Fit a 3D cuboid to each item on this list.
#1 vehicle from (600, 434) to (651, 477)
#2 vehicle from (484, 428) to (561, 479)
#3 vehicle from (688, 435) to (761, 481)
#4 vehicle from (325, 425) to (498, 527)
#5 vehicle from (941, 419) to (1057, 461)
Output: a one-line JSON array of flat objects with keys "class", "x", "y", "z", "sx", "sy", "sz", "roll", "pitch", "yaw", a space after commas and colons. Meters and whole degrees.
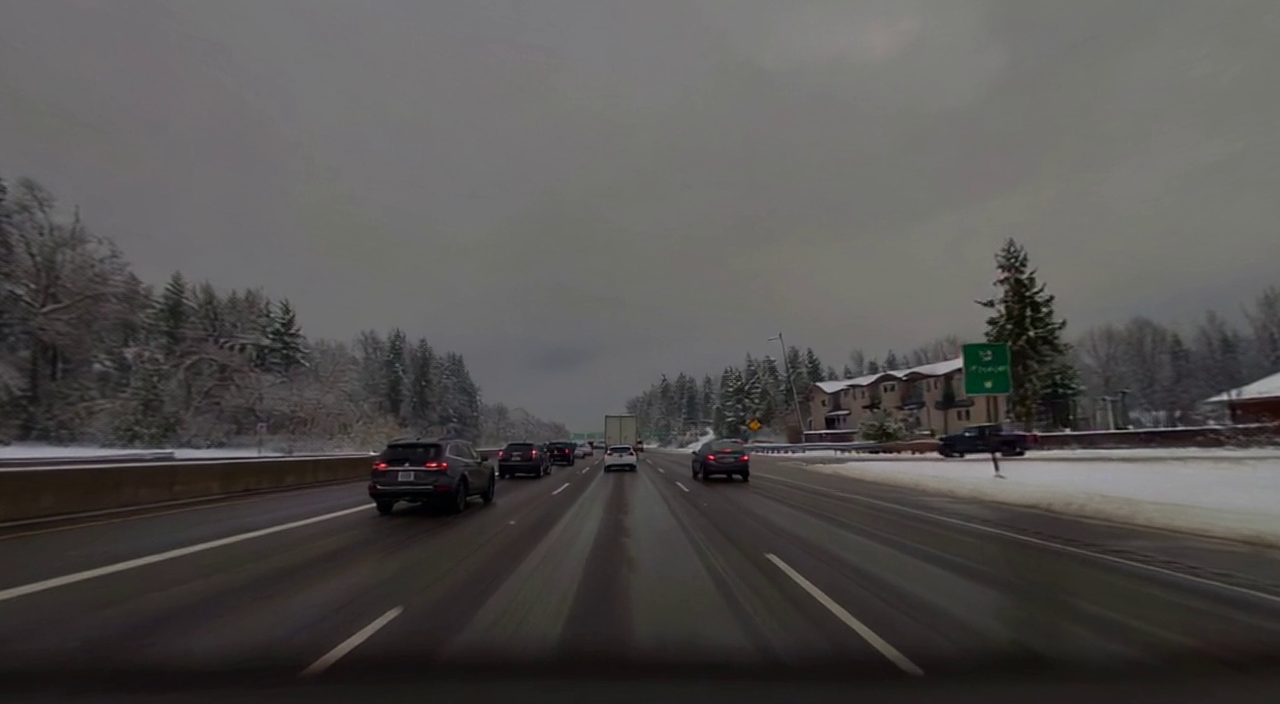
[{"class": "vehicle", "x": -0.645, "y": 4.514, "z": 27.741, "sx": 2.063, "sy": 1.703, "sz": 4.203, "roll": 0, "pitch": -9, "yaw": -2}, {"class": "vehicle", "x": -4.828, "y": 4.294, "z": 26.875, "sx": 2.301, "sy": 1.944, "sz": 5.482, "roll": 0, "pitch": -9, "yaw": -1}, {"class": "vehicle", "x": 3.097, "y": 3.986, "z": 23.978, "sx": 2.027, "sy": 1.554, "sz": 4.252, "roll": 0, "pitch": -9, "yaw": -2}, {"class": "vehicle", "x": -4.253, "y": 2.367, "z": 12.562, "sx": 1.988, "sy": 1.668, "sz": 4.021, "roll": 0, "pitch": -9, "yaw": -1}, {"class": "vehicle", "x": 15.203, "y": 3.793, "z": 27.044, "sx": 2.048, "sy": 1.674, "sz": 4.106, "roll": 2, "pitch": -9, "yaw": -10}]
